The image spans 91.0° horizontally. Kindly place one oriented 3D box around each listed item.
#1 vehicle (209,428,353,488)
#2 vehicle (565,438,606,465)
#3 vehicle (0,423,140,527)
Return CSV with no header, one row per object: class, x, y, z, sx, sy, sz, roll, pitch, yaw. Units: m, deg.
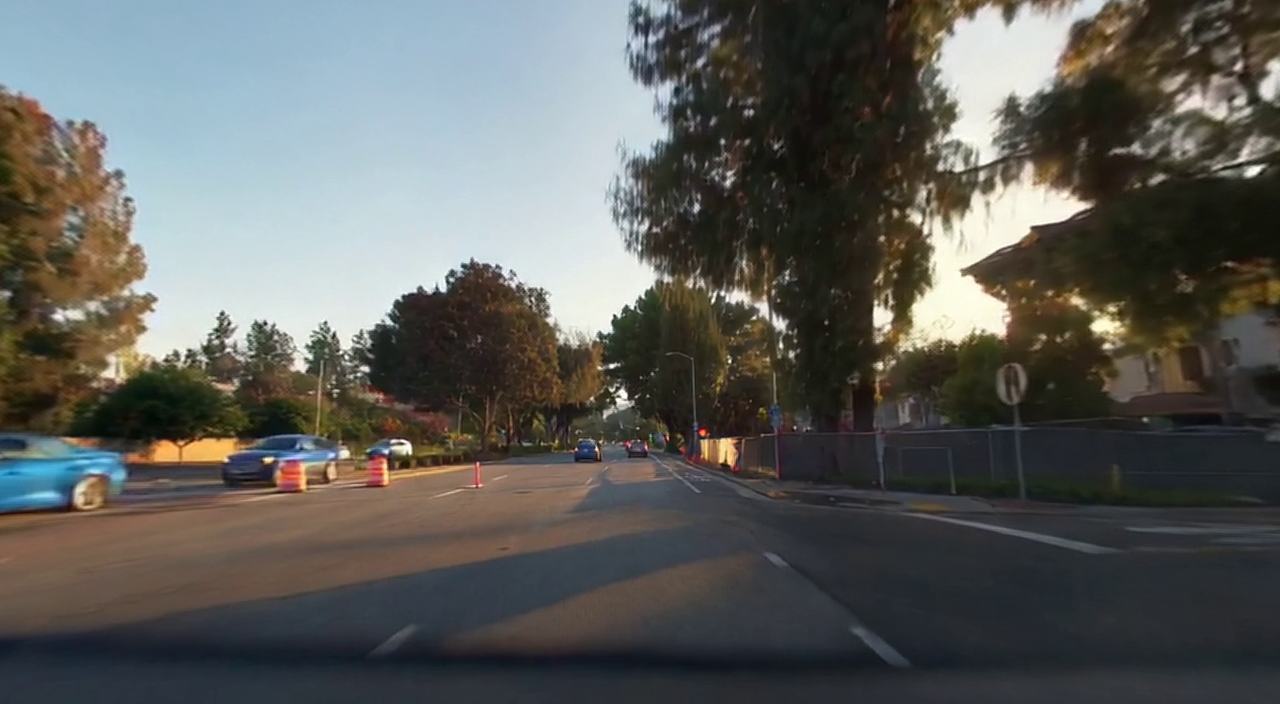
vehicle,-11.122,3.303,19.960,2.014,1.674,4.337,0,-8,0
vehicle,-3.531,6.539,41.508,2.198,1.663,4.519,0,-8,1
vehicle,-10.630,1.884,9.676,2.009,1.541,4.753,0,-8,-1
